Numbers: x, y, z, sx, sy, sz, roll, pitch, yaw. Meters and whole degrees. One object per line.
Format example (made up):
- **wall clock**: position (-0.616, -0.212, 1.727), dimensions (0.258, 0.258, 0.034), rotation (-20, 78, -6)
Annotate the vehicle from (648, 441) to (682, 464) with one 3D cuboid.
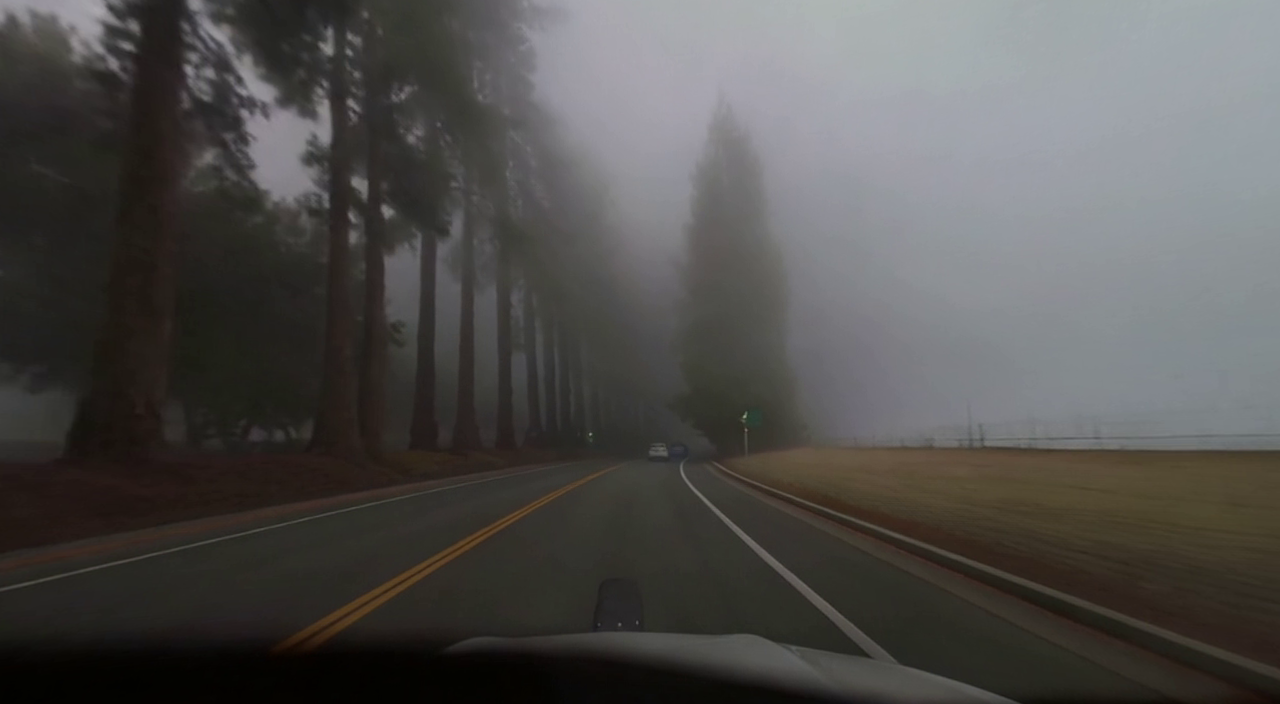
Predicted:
- **vehicle**: position (1.730, 6.783, 42.666), dimensions (2.071, 1.474, 4.047), rotation (-1, -8, 5)
